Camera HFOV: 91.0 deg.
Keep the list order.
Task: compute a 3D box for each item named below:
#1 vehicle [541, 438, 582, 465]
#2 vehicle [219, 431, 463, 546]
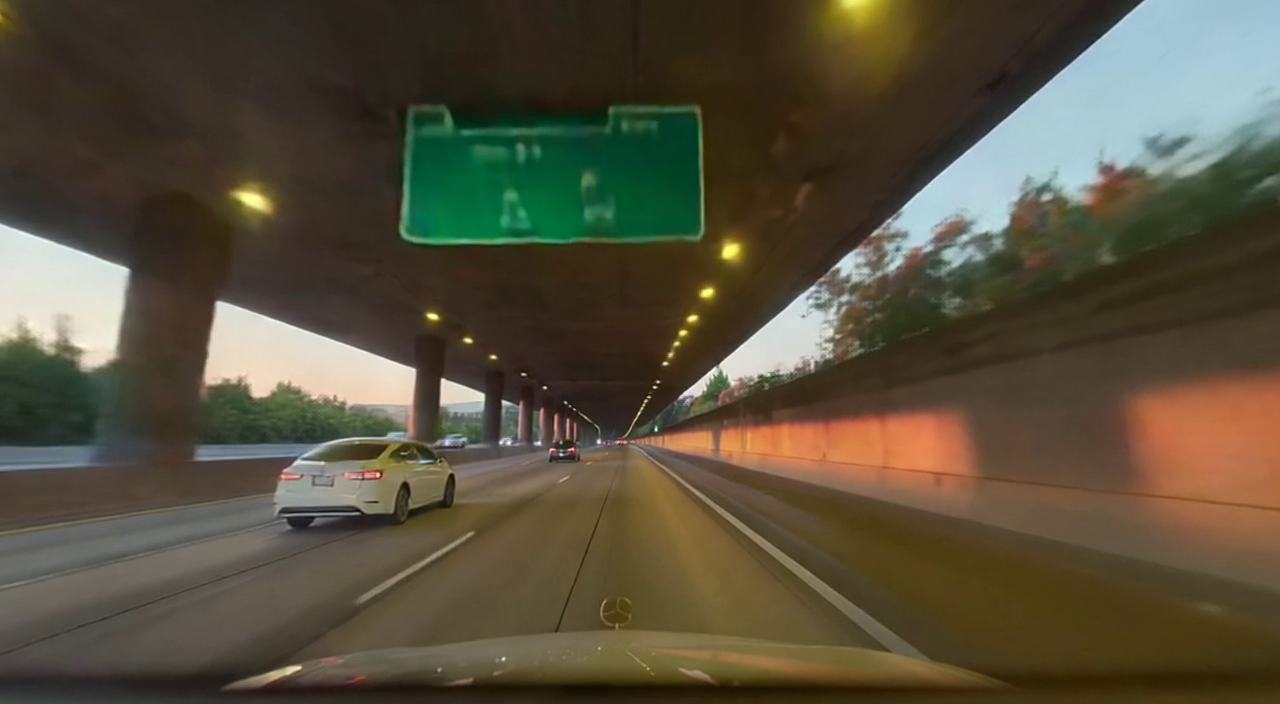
[{"bbox_3d":[-4.613,5.926,37.531,1.973,1.474,4.199,0,-8,-1],"label":"vehicle"},{"bbox_3d":[-4.398,2.039,10.149,1.885,1.424,4.230,0,-8,0],"label":"vehicle"}]
